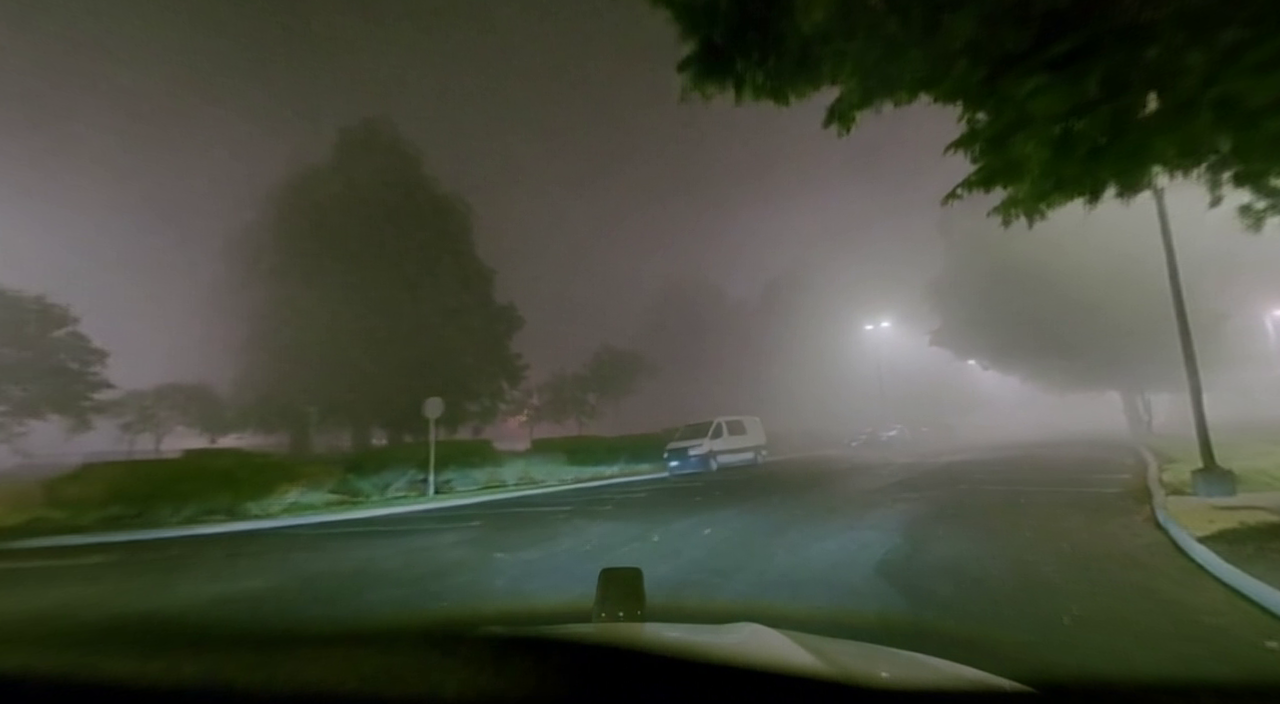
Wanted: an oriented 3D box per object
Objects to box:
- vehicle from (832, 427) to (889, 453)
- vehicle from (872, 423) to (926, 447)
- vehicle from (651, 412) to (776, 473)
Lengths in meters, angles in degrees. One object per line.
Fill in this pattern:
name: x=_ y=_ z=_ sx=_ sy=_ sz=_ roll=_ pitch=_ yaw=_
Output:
vehicle: x=13.386 y=5.299 z=38.259 sx=1.938 sy=1.191 sz=3.630 roll=-14 pitch=-13 yaw=38
vehicle: x=17.635 y=5.611 z=42.925 sx=2.038 sy=1.525 sz=4.383 roll=-6 pitch=-9 yaw=40
vehicle: x=3.110 y=3.617 z=25.711 sx=2.433 sy=2.193 sz=5.547 roll=-6 pitch=-9 yaw=39
